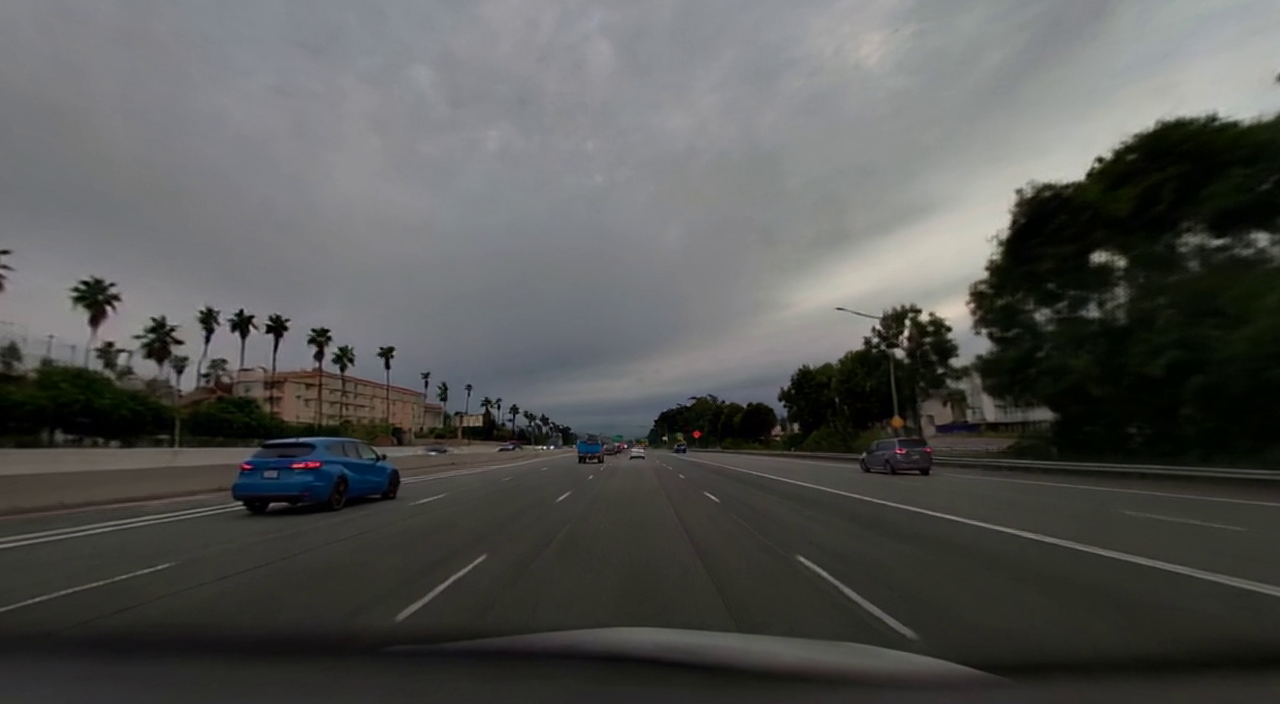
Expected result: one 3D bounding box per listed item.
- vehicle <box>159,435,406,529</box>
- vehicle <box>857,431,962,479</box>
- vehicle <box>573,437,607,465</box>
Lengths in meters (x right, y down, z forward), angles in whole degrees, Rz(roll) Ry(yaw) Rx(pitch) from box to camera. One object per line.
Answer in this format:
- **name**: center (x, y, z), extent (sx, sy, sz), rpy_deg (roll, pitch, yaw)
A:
- **vehicle**: center (-6.657, 2.471, 12.660), extent (2.018, 1.480, 4.999), rpy_deg (0, -9, 0)
- **vehicle**: center (10.944, 4.243, 26.095), extent (2.168, 1.792, 4.457), rpy_deg (0, -9, -2)
- **vehicle**: center (-3.788, 7.607, 48.614), extent (2.225, 1.967, 4.673), rpy_deg (0, -9, -1)
